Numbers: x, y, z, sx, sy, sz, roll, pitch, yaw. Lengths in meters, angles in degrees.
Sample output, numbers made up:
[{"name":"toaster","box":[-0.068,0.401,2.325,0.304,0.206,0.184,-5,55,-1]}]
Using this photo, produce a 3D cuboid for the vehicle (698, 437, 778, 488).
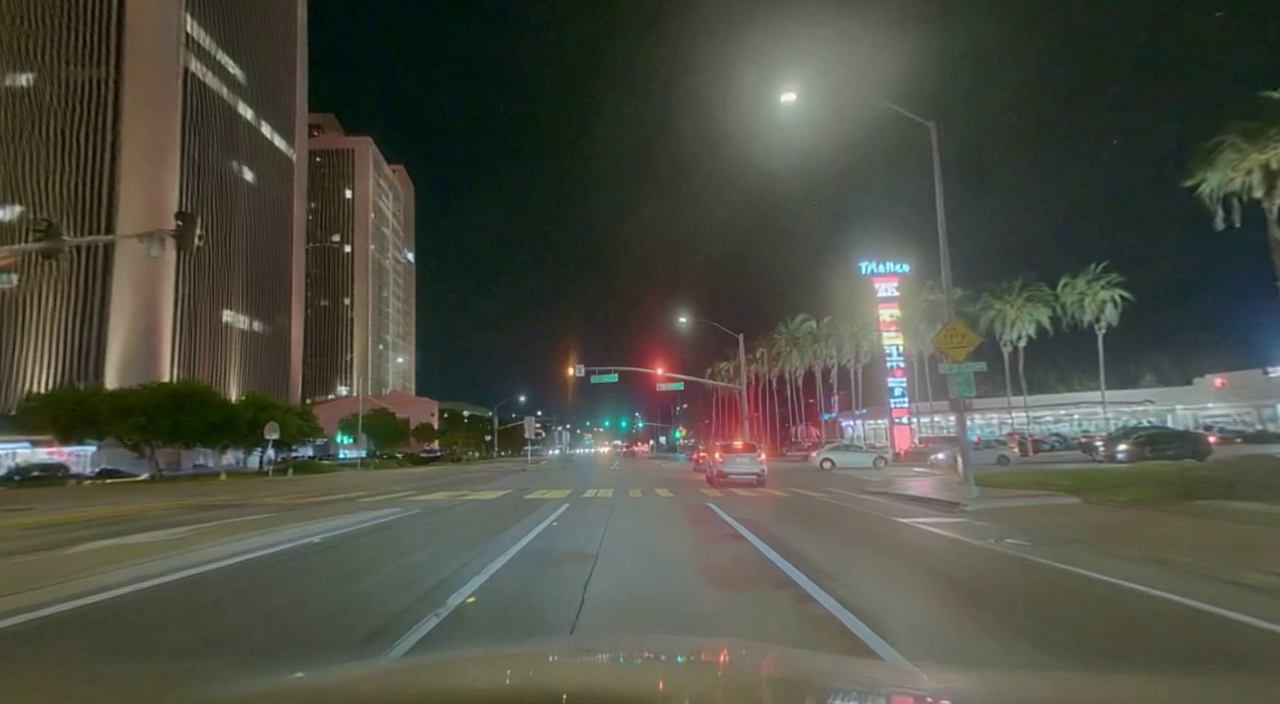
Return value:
[{"name":"vehicle","box":[3.219,3.721,21.498,1.931,1.534,4.126,0,-8,-2]}]

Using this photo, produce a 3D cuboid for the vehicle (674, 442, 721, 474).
[{"name":"vehicle","box":[2.834,5.353,32.105,1.870,1.467,4.800,0,-8,-1]}]

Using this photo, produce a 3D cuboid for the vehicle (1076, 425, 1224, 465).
[{"name":"vehicle","box":[27.089,4.987,33.666,5.803,1.983,2.284,0,-9,0]}]

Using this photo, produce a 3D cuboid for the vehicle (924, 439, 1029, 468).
[{"name":"vehicle","box":[18.136,5.476,34.081,4.462,1.474,2.083,0,-8,-2]}]

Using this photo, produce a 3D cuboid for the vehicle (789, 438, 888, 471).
[{"name":"vehicle","box":[10.423,5.421,33.383,4.448,1.640,2.160,0,-8,-1]}]
